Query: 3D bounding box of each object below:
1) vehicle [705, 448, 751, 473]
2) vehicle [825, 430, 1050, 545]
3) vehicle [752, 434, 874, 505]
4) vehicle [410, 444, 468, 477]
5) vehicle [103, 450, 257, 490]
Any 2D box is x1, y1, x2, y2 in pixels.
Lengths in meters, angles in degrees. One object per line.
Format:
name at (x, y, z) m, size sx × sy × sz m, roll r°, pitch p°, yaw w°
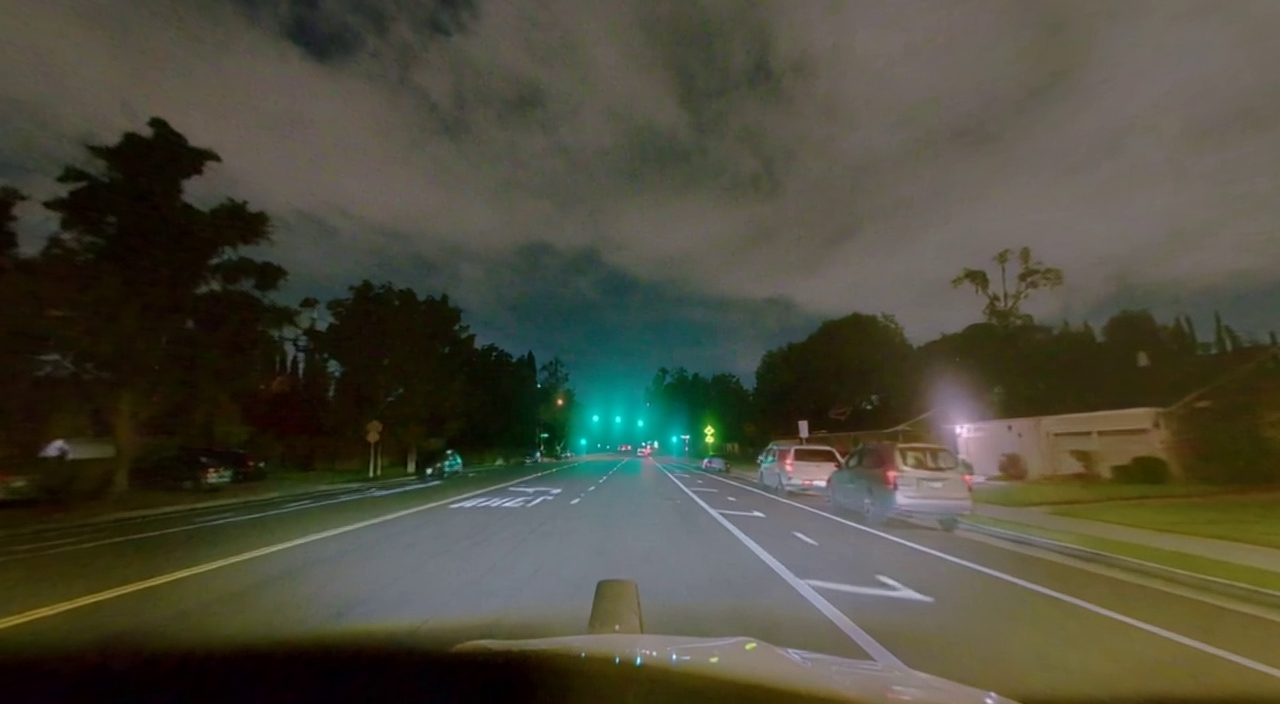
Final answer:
vehicle at (5.343, 6.657, 38.895) m, size 2.002 × 1.461 × 4.673 m, roll 1°, pitch -9°, yaw -2°
vehicle at (5.366, 2.484, 12.235) m, size 2.164 × 1.729 × 4.488 m, roll 2°, pitch -9°, yaw -1°
vehicle at (5.198, 3.592, 19.699) m, size 2.171 × 1.798 × 5.040 m, roll 3°, pitch -9°, yaw -3°
vehicle at (-11.879, 6.461, 37.527) m, size 2.061 × 1.760 × 4.569 m, roll -1°, pitch -10°, yaw -1°
vehicle at (-17.645, 4.523, 24.317) m, size 4.349 × 1.457 × 1.997 m, roll 0°, pitch -9°, yaw 0°
